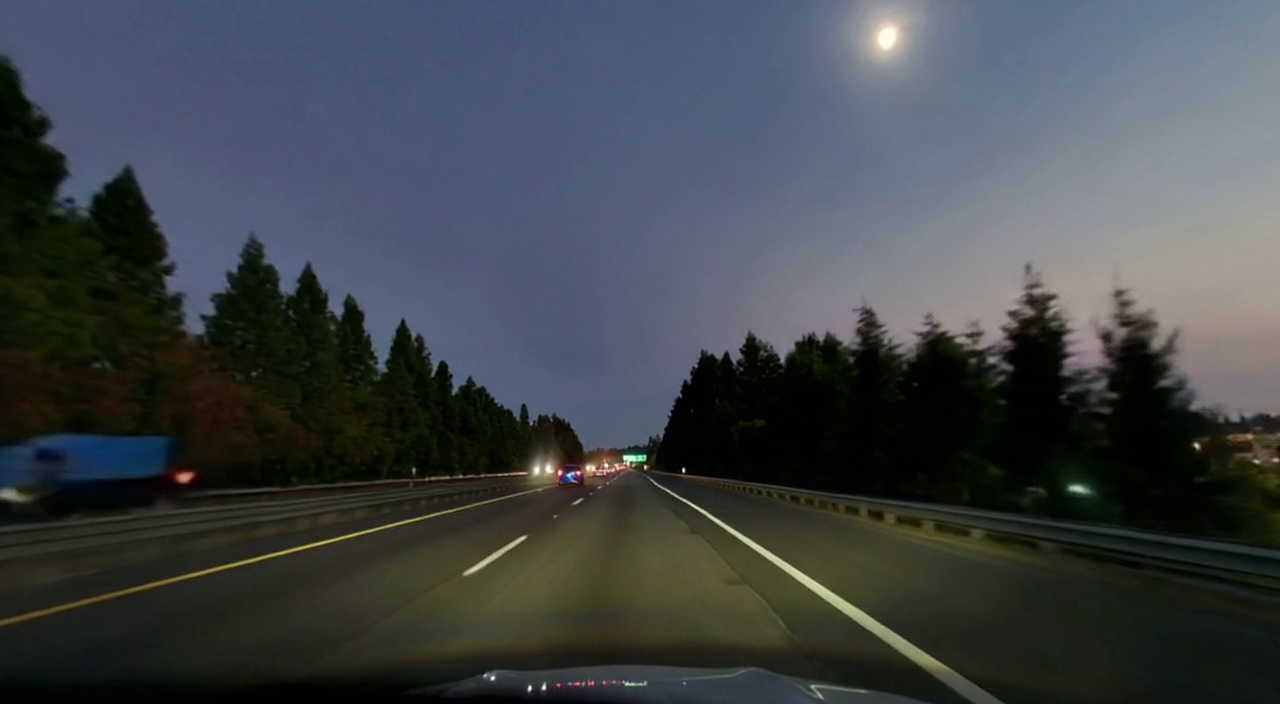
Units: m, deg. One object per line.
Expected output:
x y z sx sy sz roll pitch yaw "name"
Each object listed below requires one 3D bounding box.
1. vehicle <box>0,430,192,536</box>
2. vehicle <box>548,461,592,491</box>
-17.411 3.882 19.040 2.252 2.648 7.327 1 -10 0 "vehicle"
-4.041 7.274 37.115 2.068 1.592 4.479 1 -10 0 "vehicle"
